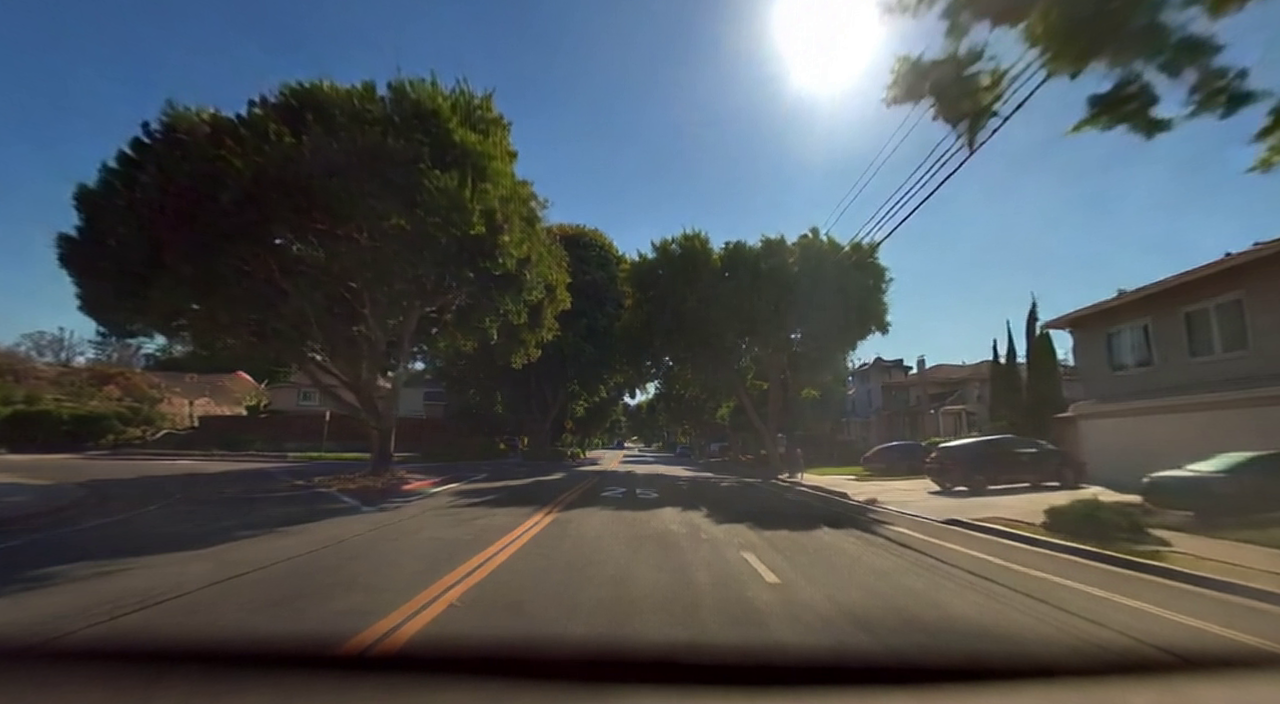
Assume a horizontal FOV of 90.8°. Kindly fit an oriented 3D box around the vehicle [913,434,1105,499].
[{"bbox_3d":[10.849,3.369,18.854,4.453,1.590,1.861,-3,-6,2],"label":"vehicle"}]
